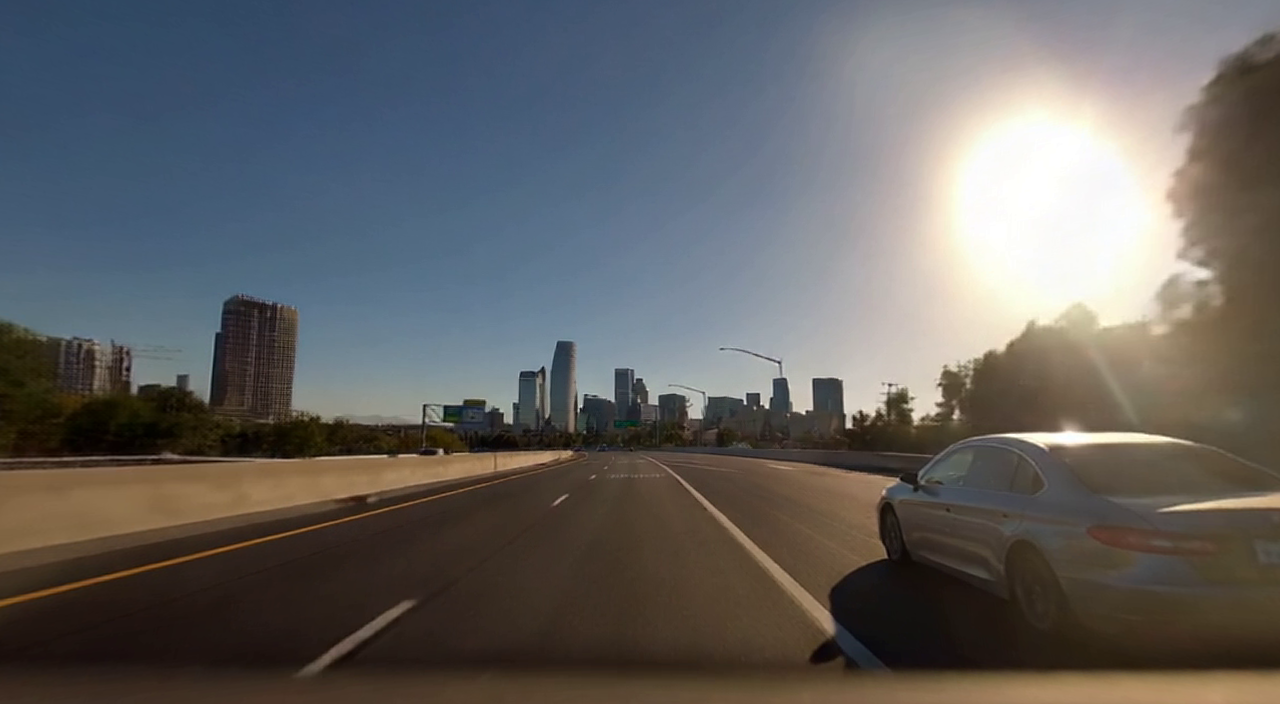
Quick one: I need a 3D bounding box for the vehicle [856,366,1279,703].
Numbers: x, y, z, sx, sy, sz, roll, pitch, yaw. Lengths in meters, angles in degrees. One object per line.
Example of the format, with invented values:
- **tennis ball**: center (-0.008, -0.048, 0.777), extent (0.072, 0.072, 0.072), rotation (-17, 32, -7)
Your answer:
- **vehicle**: center (3.486, 1.182, 4.674), extent (2.104, 1.575, 4.698), rotation (0, -9, 0)
